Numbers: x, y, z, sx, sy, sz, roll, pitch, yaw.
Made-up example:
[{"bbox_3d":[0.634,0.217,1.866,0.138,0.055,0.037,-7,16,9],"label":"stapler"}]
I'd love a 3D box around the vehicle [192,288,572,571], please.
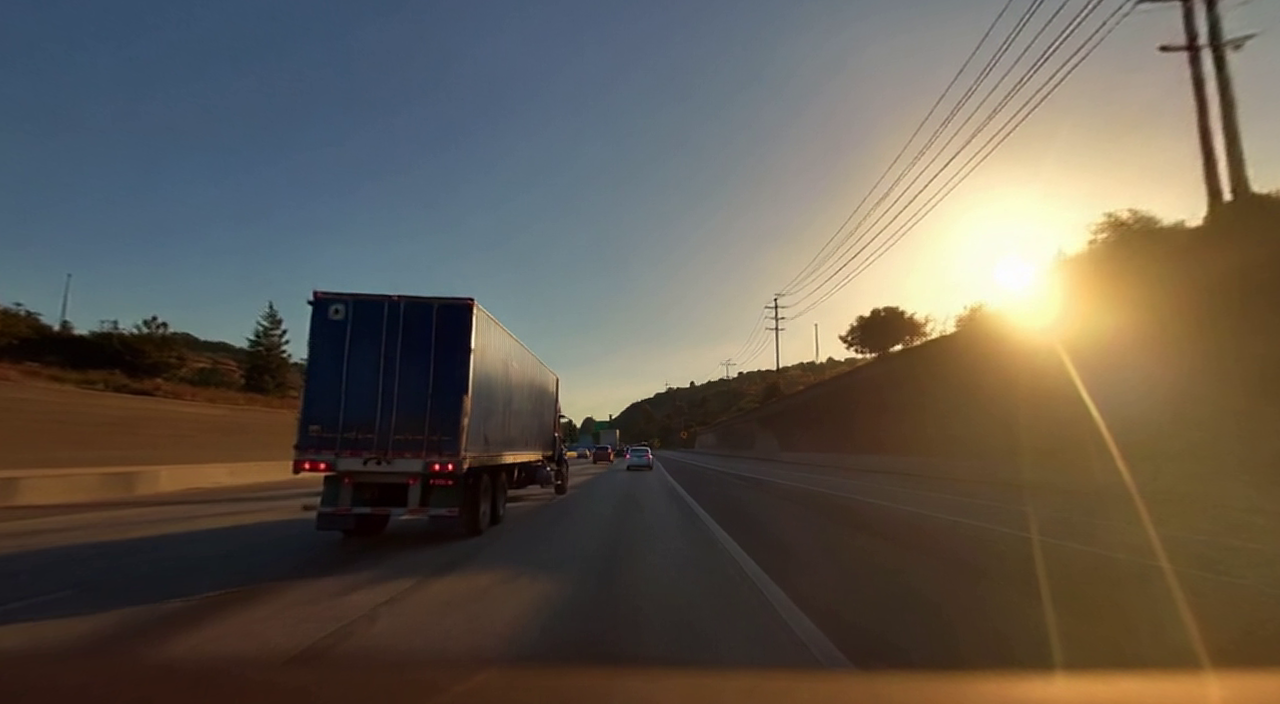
[{"bbox_3d":[-3.429,1.533,11.818,3.023,3.246,9.102,-1,-9,2],"label":"vehicle"}]

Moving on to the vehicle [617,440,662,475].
[{"bbox_3d":[-0.015,5.350,32.143,2.178,1.640,4.071,0,-9,0],"label":"vehicle"}]
